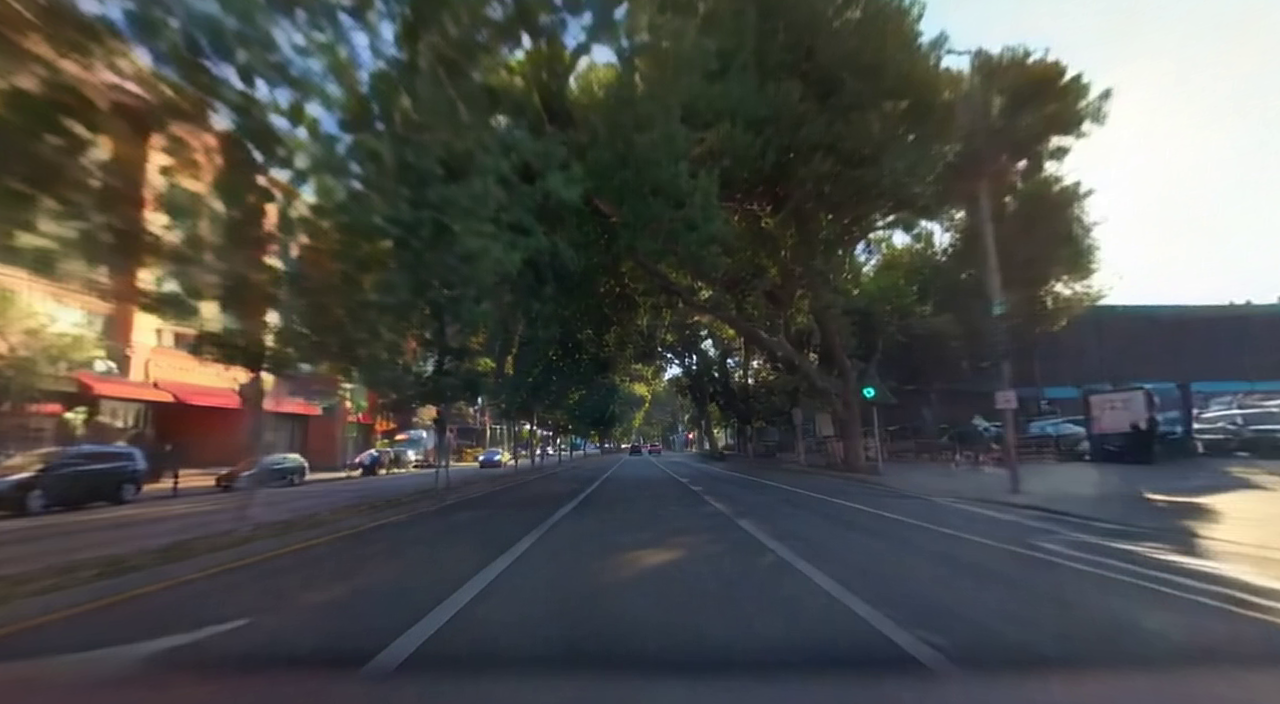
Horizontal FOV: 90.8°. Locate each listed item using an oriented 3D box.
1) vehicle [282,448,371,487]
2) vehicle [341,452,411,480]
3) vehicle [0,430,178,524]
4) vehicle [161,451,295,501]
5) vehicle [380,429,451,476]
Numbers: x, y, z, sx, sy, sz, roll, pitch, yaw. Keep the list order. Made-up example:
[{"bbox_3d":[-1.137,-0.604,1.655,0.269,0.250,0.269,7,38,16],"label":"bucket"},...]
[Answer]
[{"bbox_3d":[-15.314,5.633,31.251,1.989,1.747,5.019,-1,-9,-2],"label":"vehicle"},{"bbox_3d":[-15.320,6.597,36.955,1.929,1.471,4.919,0,-8,1],"label":"vehicle"},{"bbox_3d":[-15.416,3.248,16.764,2.246,2.081,5.416,-1,-9,-1],"label":"vehicle"},{"bbox_3d":[-15.377,4.603,23.934,1.892,1.624,4.645,0,-8,1],"label":"vehicle"},{"bbox_3d":[-15.267,6.911,43.518,2.335,2.896,6.785,-1,-9,0],"label":"vehicle"}]
